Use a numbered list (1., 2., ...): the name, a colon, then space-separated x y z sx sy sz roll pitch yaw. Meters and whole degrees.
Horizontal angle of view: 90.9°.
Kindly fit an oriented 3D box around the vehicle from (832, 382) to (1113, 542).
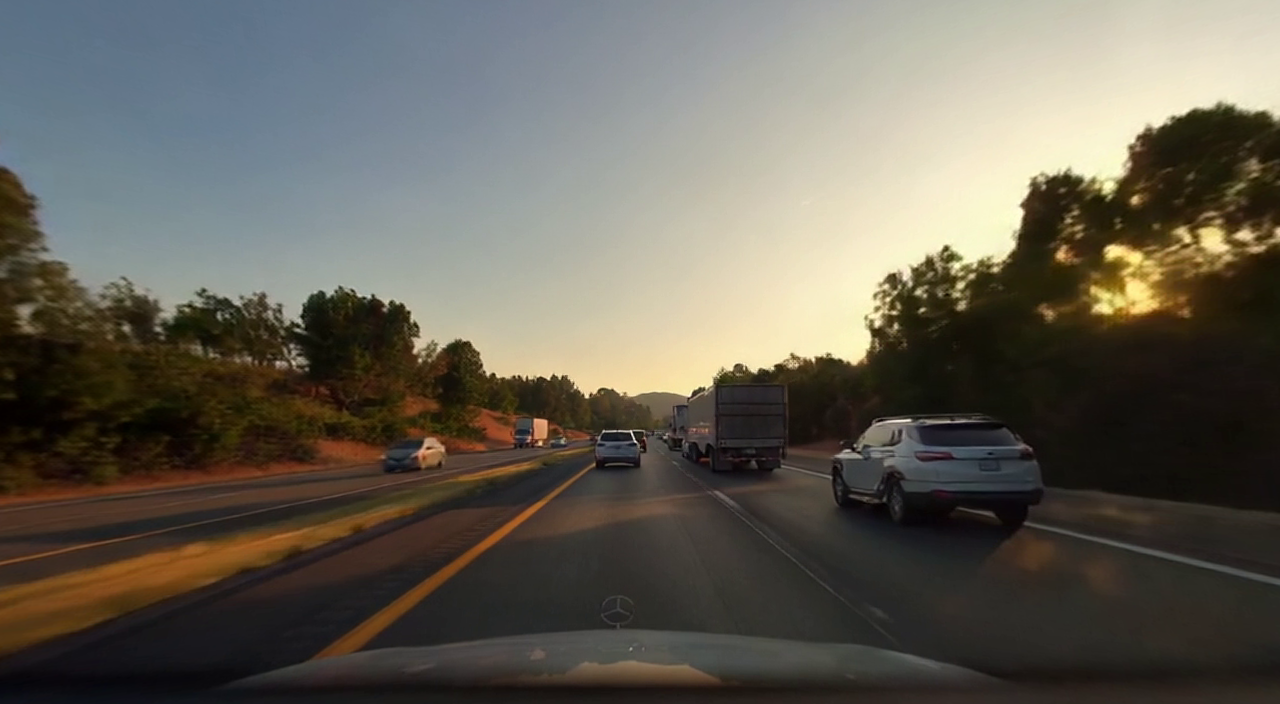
1. vehicle: 4.601 1.572 9.576 2.011 1.905 3.905 0 -8 -2

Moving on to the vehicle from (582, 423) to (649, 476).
1. vehicle: -0.771 3.296 21.624 2.082 1.638 4.055 0 -7 0

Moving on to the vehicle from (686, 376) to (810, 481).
1. vehicle: 3.418 2.759 22.517 2.723 3.027 8.478 0 -7 -1
